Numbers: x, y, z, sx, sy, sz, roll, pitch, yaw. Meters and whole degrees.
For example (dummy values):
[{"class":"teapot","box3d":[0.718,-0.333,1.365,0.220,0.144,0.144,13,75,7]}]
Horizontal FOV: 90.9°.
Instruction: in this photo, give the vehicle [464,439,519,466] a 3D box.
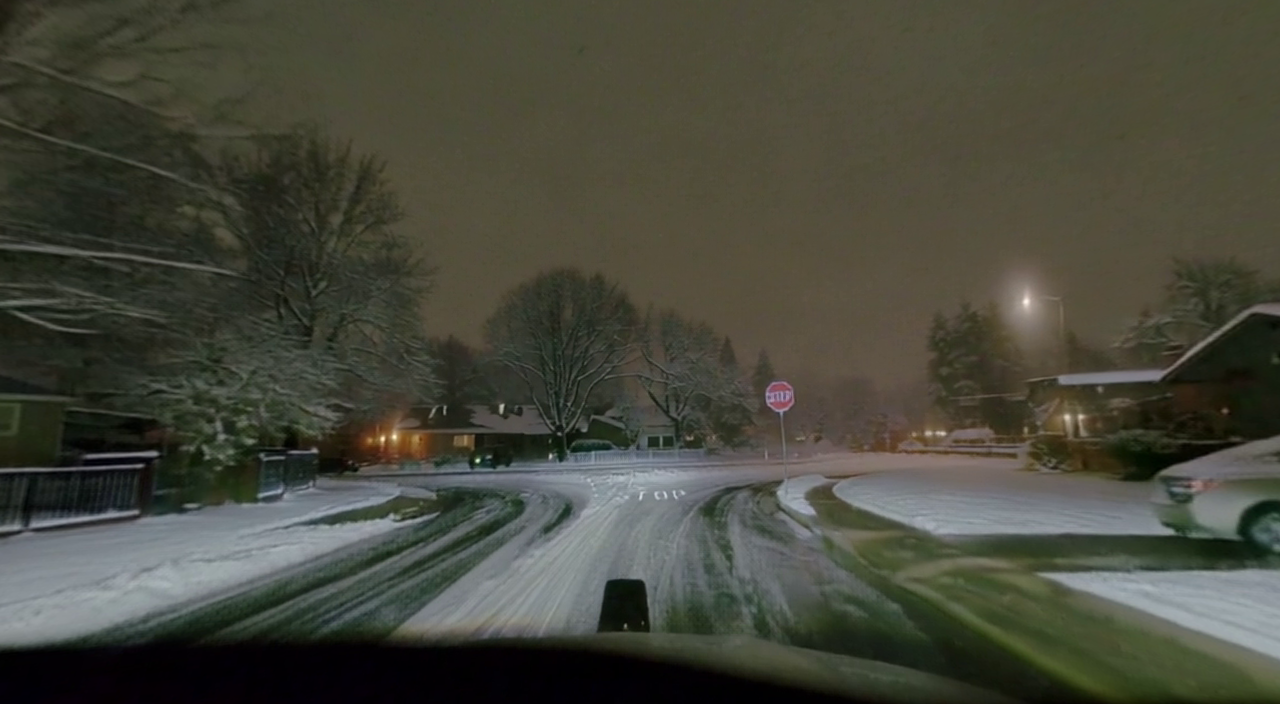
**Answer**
[{"class":"vehicle","box3d":[-9.911,6.718,42.367,1.883,1.732,4.038,-3,-9,16]}]

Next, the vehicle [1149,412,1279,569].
[{"class":"vehicle","box3d":[8.141,1.346,6.199,4.477,1.506,1.834,-5,-9,27]}]
